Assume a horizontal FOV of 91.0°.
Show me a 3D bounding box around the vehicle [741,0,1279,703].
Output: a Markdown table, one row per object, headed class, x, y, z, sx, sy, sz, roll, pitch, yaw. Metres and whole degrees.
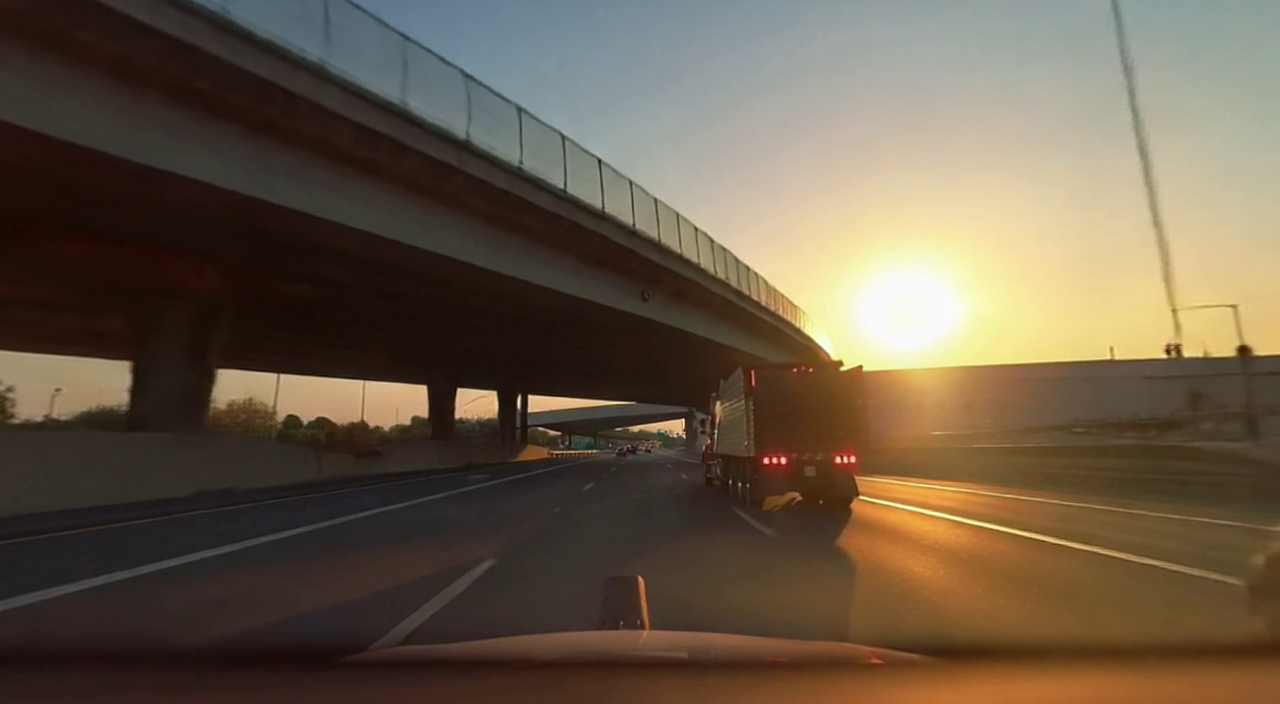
| class | x | y | z | sx | sy | sz | roll | pitch | yaw |
| --- | --- | --- | --- | --- | --- | --- | --- | --- | --- |
| vehicle | 3.811 | 0.251 | 6.833 | 2.949 | 4.149 | 16.046 | 0 | -9 | 1 |
